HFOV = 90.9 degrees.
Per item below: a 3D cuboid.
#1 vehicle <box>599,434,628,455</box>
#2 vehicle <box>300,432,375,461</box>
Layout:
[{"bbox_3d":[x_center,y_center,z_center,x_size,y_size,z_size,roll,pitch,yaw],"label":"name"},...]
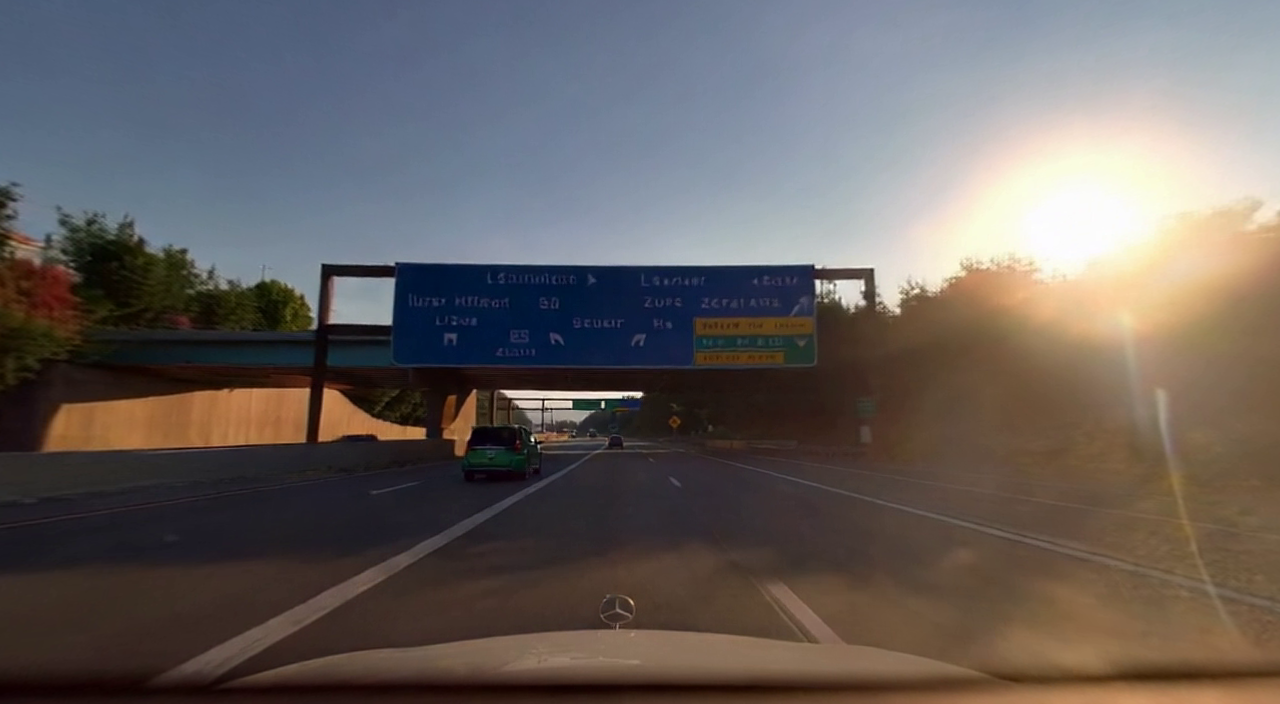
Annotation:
[{"bbox_3d":[-1.899,6.681,45.631,2.000,1.491,3.913,0,-8,-2],"label":"vehicle"},{"bbox_3d":[-16.201,5.059,33.975,2.064,1.413,4.141,0,-8,-1],"label":"vehicle"}]
